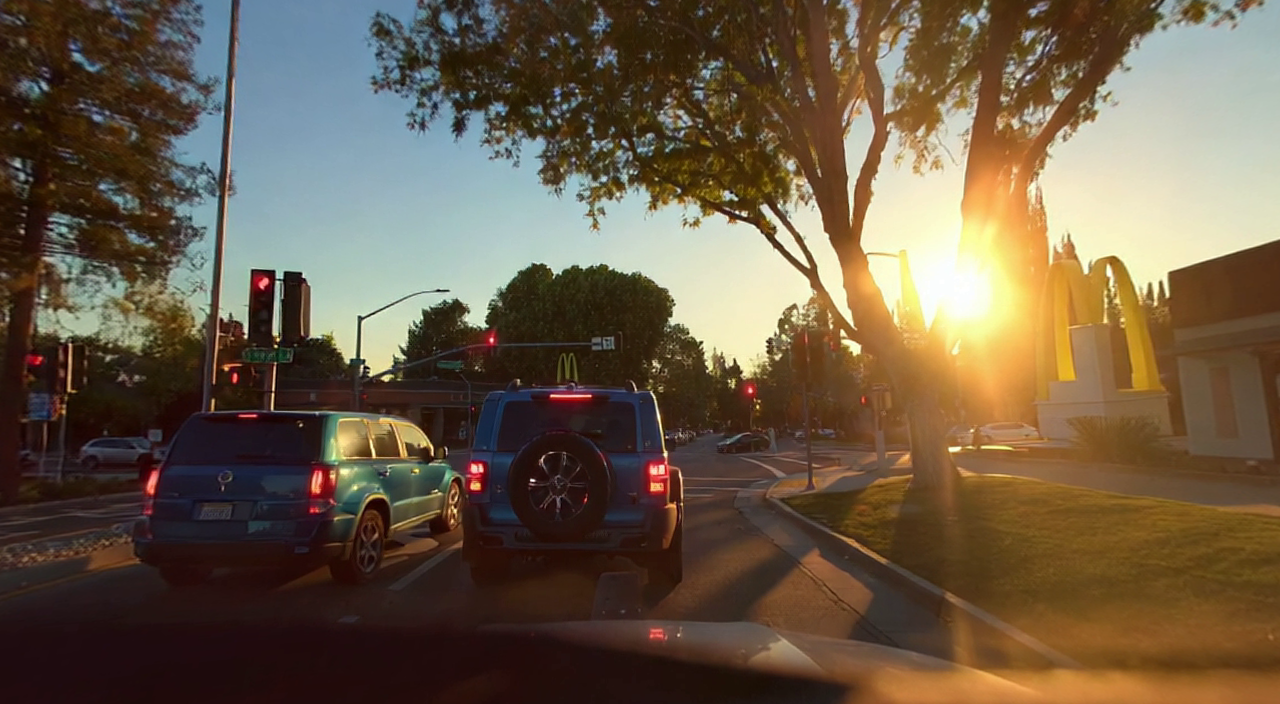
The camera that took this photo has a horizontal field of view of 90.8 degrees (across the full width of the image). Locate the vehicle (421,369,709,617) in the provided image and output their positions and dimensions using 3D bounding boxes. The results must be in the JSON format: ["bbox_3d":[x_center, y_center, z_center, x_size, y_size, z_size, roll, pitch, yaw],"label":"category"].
[{"bbox_3d":[-0.627,1.438,7.331,2.224,1.923,4.643,0,-8,-1],"label":"vehicle"}]

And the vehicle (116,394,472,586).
[{"bbox_3d":[-3.908,1.651,8.343,2.130,1.819,4.497,0,-8,0],"label":"vehicle"}]

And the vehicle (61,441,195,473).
[{"bbox_3d":[-25.235,5.181,31.372,4.713,1.445,1.887,4,-9,-24],"label":"vehicle"}]
